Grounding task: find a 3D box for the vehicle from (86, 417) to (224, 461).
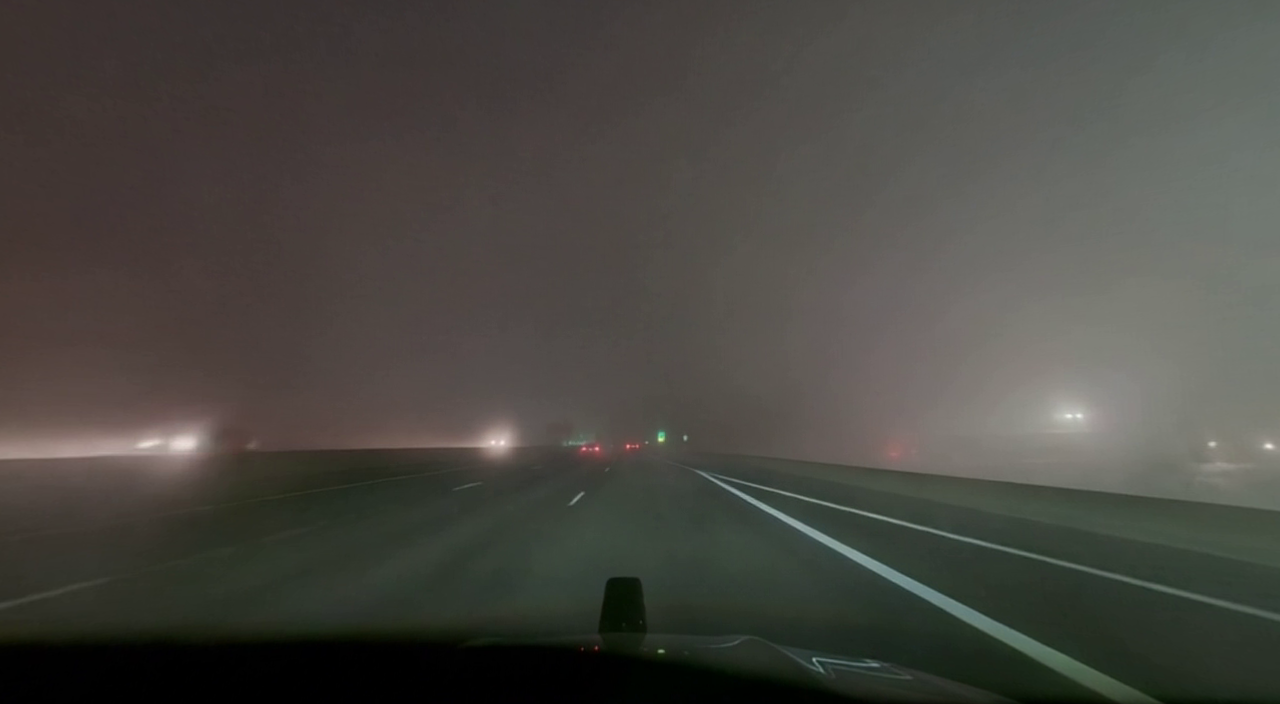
[{"bbox_3d":[-18.366,3.352,24.147,1.856,1.538,4.326,0,-8,0],"label":"vehicle"}]
